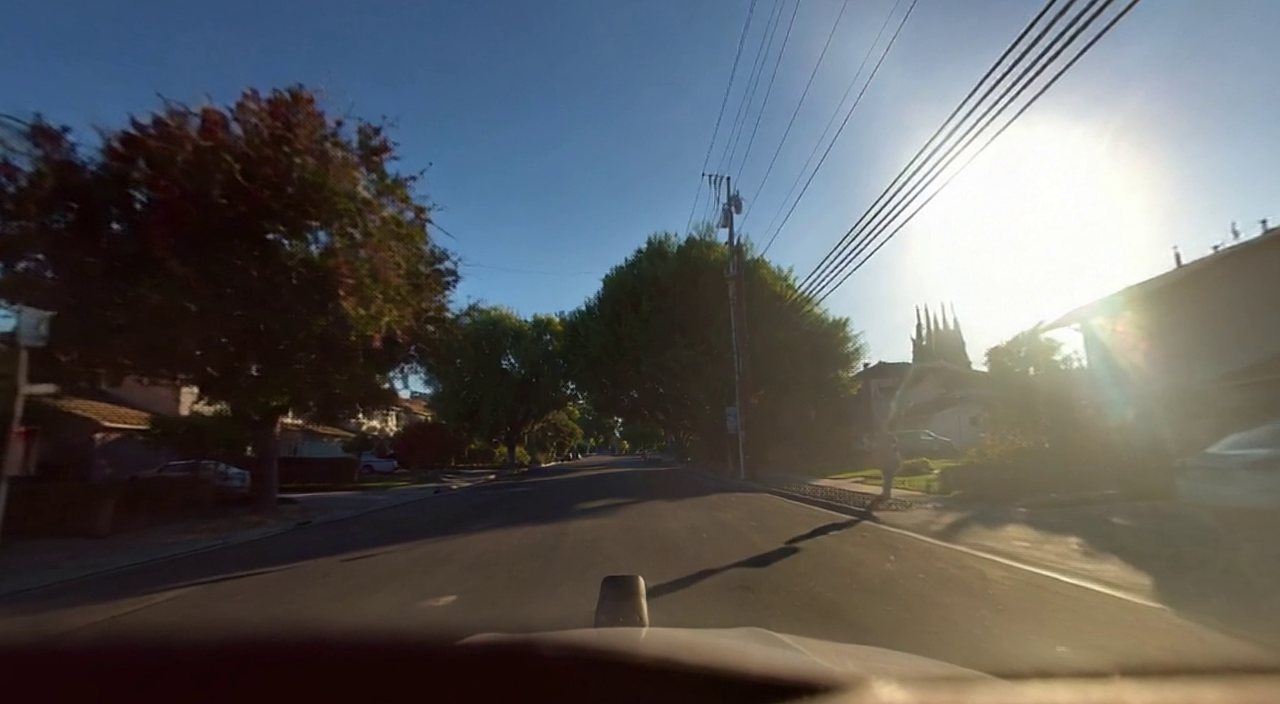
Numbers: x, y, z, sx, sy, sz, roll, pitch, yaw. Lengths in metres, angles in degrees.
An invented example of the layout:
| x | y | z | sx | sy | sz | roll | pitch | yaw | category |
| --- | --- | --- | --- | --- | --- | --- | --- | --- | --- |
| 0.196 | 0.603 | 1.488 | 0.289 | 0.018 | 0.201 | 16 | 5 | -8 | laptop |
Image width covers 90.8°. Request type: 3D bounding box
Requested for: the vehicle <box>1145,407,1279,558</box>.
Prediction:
| x | y | z | sx | sy | sz | roll | pitch | yaw | category |
| --- | --- | --- | --- | --- | --- | --- | --- | --- | --- |
| 9.951 | 1.460 | 8.502 | 4.697 | 1.604 | 1.838 | -8 | -8 | -5 | vehicle |

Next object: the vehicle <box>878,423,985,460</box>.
| x | y | z | sx | sy | sz | roll | pitch | yaw | category |
| --- | --- | --- | --- | --- | --- | --- | --- | --- | --- |
| 15.083 | 4.655 | 32.837 | 4.562 | 1.832 | 1.987 | 0 | -9 | -3 | vehicle |

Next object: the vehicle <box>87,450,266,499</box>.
| x | y | z | sx | sy | sz | roll | pitch | yaw | category |
| --- | --- | --- | --- | --- | --- | --- | --- | --- | --- |
| -14.996 | 3.951 | 20.797 | 4.477 | 1.449 | 1.922 | 5 | -10 | -32 | vehicle |

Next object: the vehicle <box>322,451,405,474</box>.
| x | y | z | sx | sy | sz | roll | pitch | yaw | category |
| --- | --- | --- | --- | --- | --- | --- | --- | --- | --- |
| -18.058 | 7.198 | 41.391 | 4.519 | 1.426 | 1.903 | 8 | -12 | -42 | vehicle |
